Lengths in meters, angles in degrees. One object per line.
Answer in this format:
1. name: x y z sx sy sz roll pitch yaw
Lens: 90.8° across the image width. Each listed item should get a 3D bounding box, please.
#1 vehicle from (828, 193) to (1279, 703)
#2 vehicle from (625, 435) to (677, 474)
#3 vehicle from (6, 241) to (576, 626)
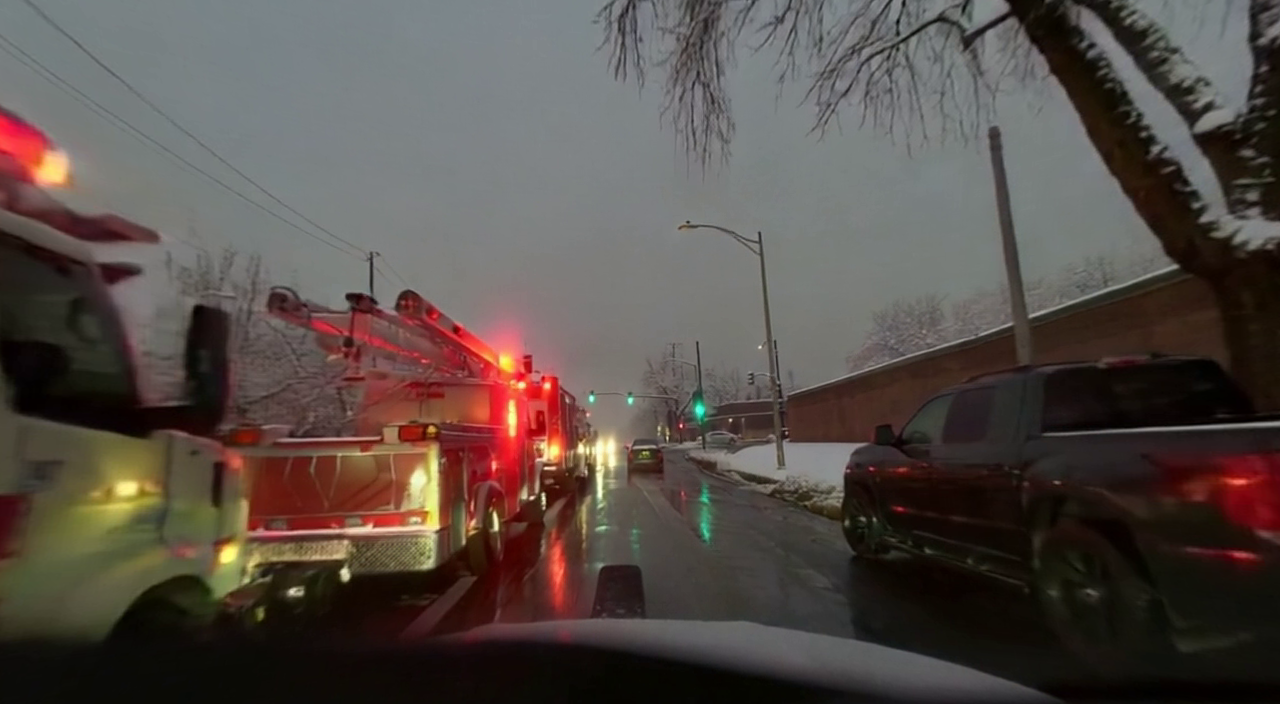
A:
1. vehicle: 4.073 0.887 5.185 3.411 2.429 5.271 0 -8 0
2. vehicle: 0.456 5.213 32.335 2.332 1.831 4.930 0 -8 -2
3. vehicle: -3.239 1.281 9.837 3.644 3.138 9.346 0 -8 -1
